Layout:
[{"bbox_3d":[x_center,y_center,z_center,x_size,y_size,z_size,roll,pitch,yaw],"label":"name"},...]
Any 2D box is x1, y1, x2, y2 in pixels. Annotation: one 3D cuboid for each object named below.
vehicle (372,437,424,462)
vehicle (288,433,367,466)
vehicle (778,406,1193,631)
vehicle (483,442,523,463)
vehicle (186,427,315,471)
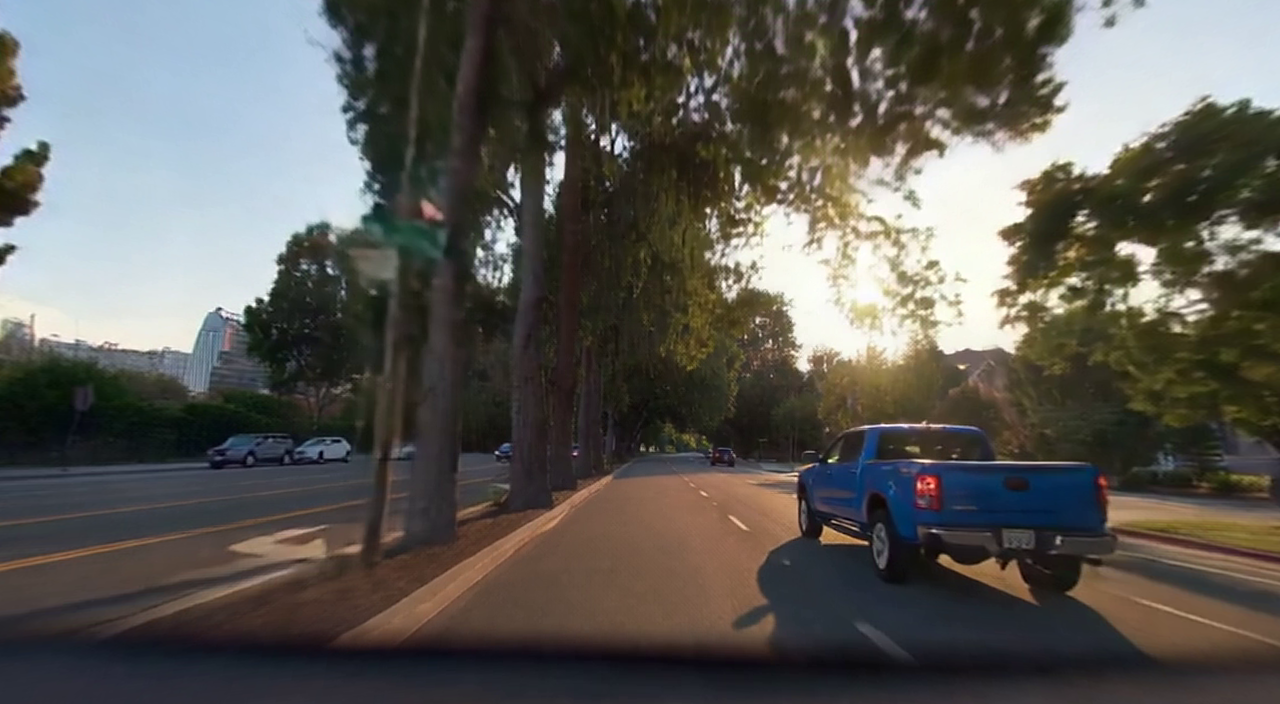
[{"bbox_3d":[-18.193,7.370,47.612,2.025,1.766,4.620,0,-8,1],"label":"vehicle"},{"bbox_3d":[-18.143,5.698,36.891,2.051,1.821,4.721,0,-8,2],"label":"vehicle"},{"bbox_3d":[3.176,1.624,7.238,2.108,1.712,4.616,0,-8,0],"label":"vehicle"},{"bbox_3d":[-10.414,7.644,48.133,1.999,1.519,4.249,0,-8,2],"label":"vehicle"},{"bbox_3d":[-18.344,4.639,30.148,2.398,1.883,5.729,0,-8,2],"label":"vehicle"}]
